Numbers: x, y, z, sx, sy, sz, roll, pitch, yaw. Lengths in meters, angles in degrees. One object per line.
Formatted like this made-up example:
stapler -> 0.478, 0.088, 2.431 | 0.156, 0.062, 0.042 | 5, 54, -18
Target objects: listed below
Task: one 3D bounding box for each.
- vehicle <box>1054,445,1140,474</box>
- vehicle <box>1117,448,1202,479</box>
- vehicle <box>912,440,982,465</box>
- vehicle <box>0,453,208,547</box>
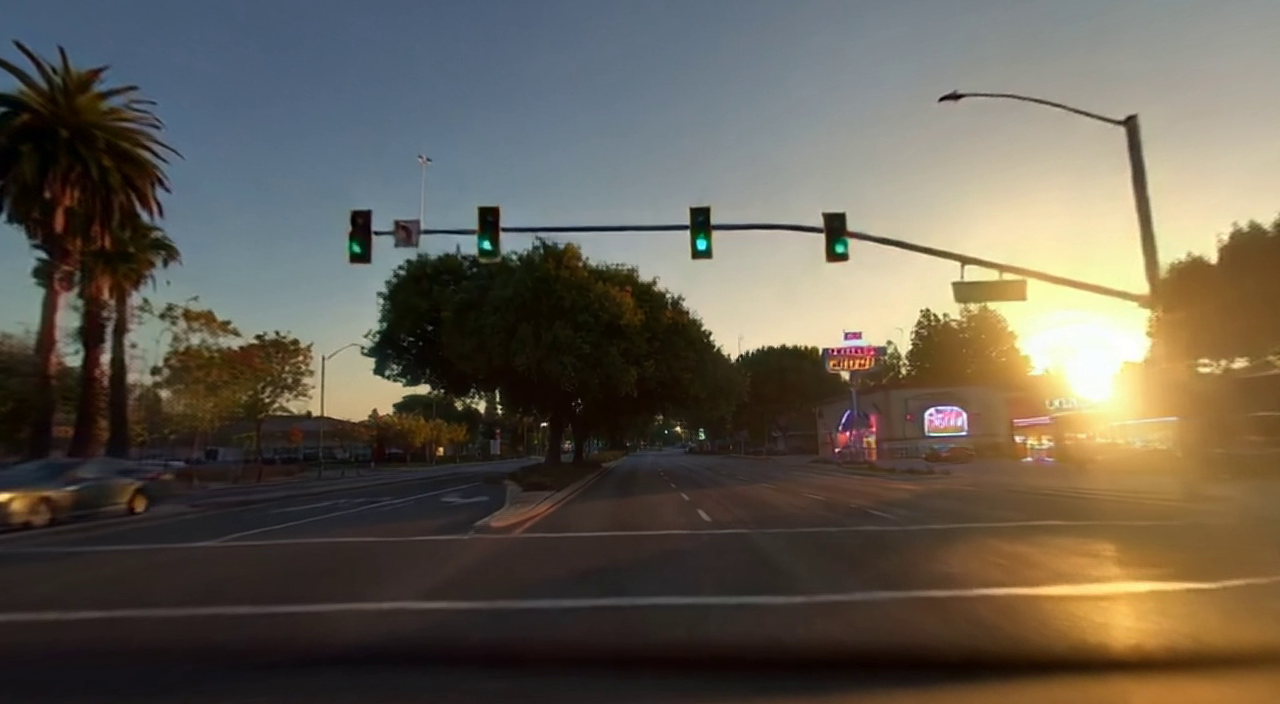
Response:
vehicle -> 22.571, 5.287, 31.219 | 3.280, 1.344, 1.518 | 1, -9, -11
vehicle -> 23.480, 5.013, 28.562 | 3.142, 1.270, 1.464 | 2, -10, -21
vehicle -> 20.230, 6.604, 41.723 | 3.576, 1.443, 1.822 | -2, -8, -2
vehicle -> -11.203, 2.755, 12.513 | 2.019, 1.434, 4.622 | 0, -8, 0
